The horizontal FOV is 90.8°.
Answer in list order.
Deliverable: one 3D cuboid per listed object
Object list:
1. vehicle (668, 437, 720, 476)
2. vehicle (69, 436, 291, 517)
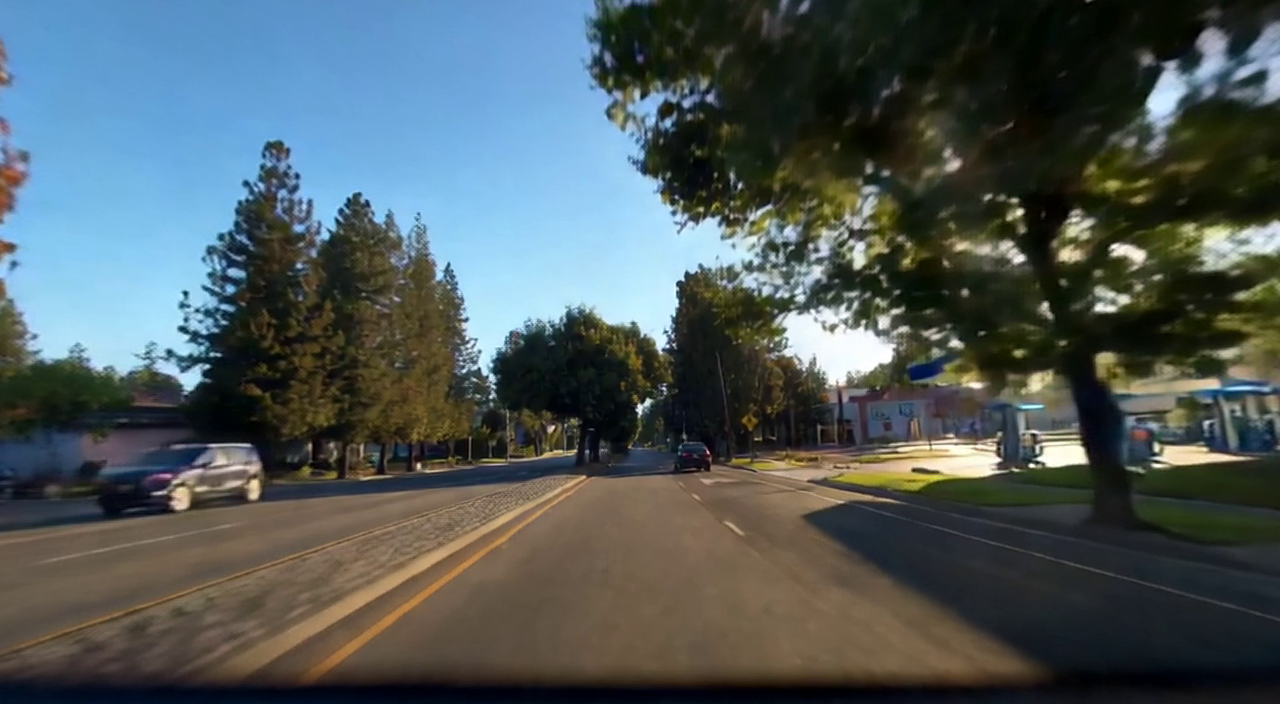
[{"bbox_3d":[2.712,5.392,32.781,2.115,1.840,4.777,0,-8,-1],"label":"vehicle"},{"bbox_3d":[-12.801,3.451,18.208,2.379,1.967,5.195,-1,-8,1],"label":"vehicle"}]
